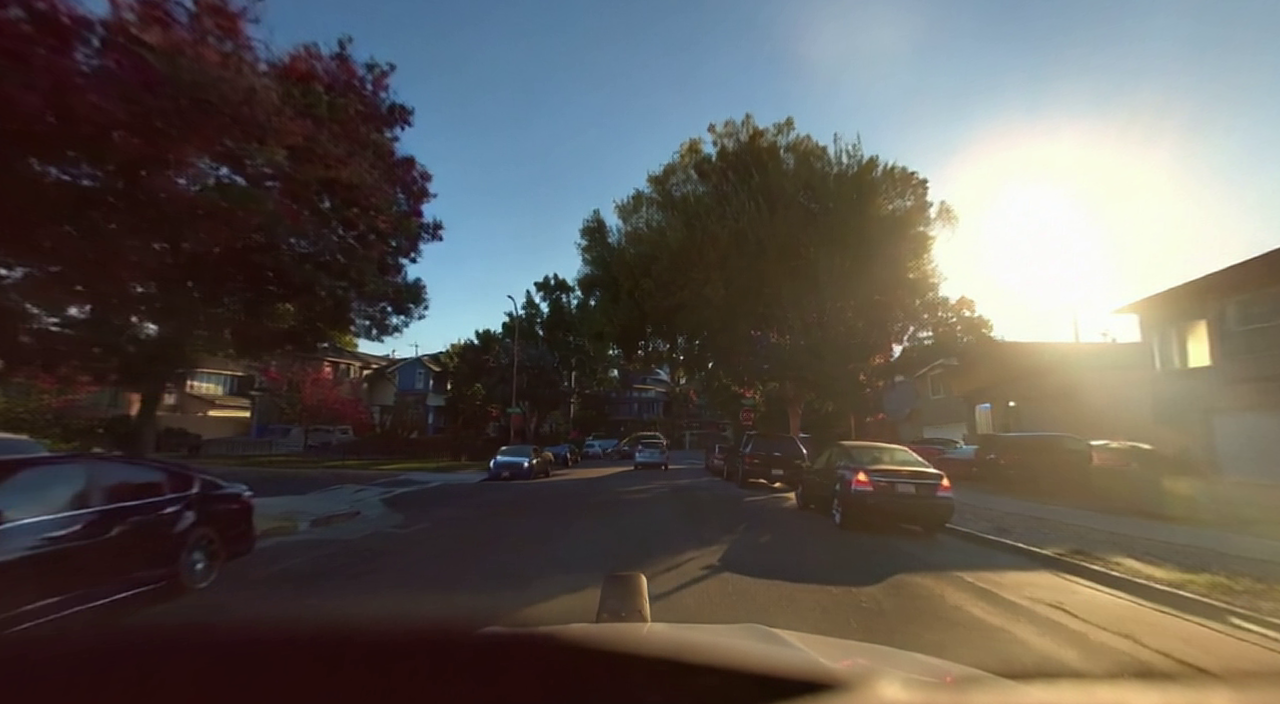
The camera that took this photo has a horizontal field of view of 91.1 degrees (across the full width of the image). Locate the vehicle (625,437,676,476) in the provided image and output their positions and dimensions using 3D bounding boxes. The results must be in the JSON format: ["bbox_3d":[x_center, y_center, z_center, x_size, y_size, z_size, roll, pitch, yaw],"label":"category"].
[{"bbox_3d":[0.420,4.447,26.894,2.010,1.499,4.107,0,-9,0],"label":"vehicle"}]

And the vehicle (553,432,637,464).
[{"bbox_3d":[-3.178,6.553,42.838,2.337,2.039,6.413,7,-11,-40],"label":"vehicle"}]

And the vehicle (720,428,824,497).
[{"bbox_3d":[3.822,3.261,19.035,2.144,1.751,4.472,2,-8,0],"label":"vehicle"}]

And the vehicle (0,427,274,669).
[{"bbox_3d":[-4.931,1.295,4.385,1.909,1.492,4.615,0,-9,1],"label":"vehicle"}]

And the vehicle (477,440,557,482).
[{"bbox_3d":[-4.648,4.201,24.453,1.999,1.441,4.628,-1,-9,3],"label":"vehicle"}]

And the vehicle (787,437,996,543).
[{"bbox_3d":[4.092,2.295,11.140,1.876,1.477,4.324,0,-9,0],"label":"vehicle"}]

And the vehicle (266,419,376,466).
[{"bbox_3d":[-15.359,4.443,30.719,2.320,2.030,5.730,0,-9,0],"label":"vehicle"}]
